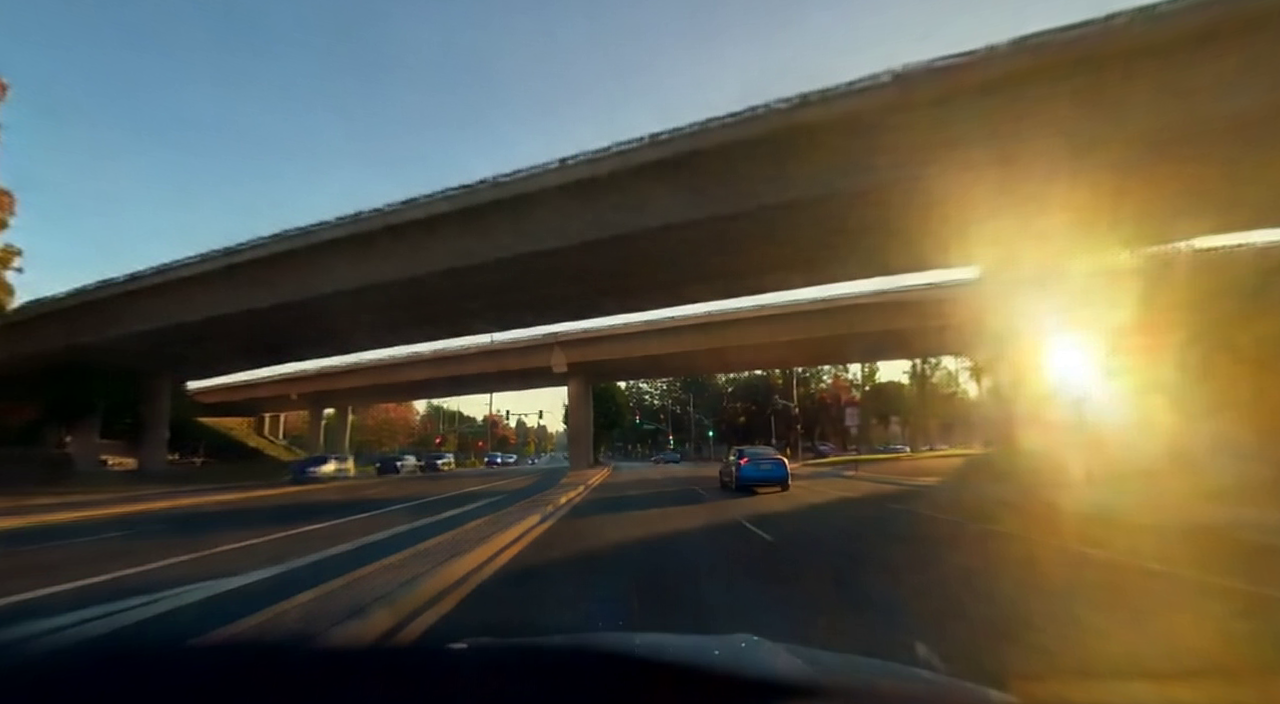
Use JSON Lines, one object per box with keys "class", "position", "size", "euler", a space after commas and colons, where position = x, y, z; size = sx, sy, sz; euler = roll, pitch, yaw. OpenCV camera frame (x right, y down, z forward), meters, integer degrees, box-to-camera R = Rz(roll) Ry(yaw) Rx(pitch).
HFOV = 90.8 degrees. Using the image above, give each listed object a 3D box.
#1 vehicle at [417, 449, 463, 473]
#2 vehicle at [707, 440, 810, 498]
{"class": "vehicle", "position": [-14.541, 7.915, 46.129], "size": [1.912, 1.632, 4.326], "euler": [-1, -8, 0]}
{"class": "vehicle", "position": [3.315, 3.357, 18.610], "size": [2.062, 1.484, 4.332], "euler": [0, -8, -1]}
